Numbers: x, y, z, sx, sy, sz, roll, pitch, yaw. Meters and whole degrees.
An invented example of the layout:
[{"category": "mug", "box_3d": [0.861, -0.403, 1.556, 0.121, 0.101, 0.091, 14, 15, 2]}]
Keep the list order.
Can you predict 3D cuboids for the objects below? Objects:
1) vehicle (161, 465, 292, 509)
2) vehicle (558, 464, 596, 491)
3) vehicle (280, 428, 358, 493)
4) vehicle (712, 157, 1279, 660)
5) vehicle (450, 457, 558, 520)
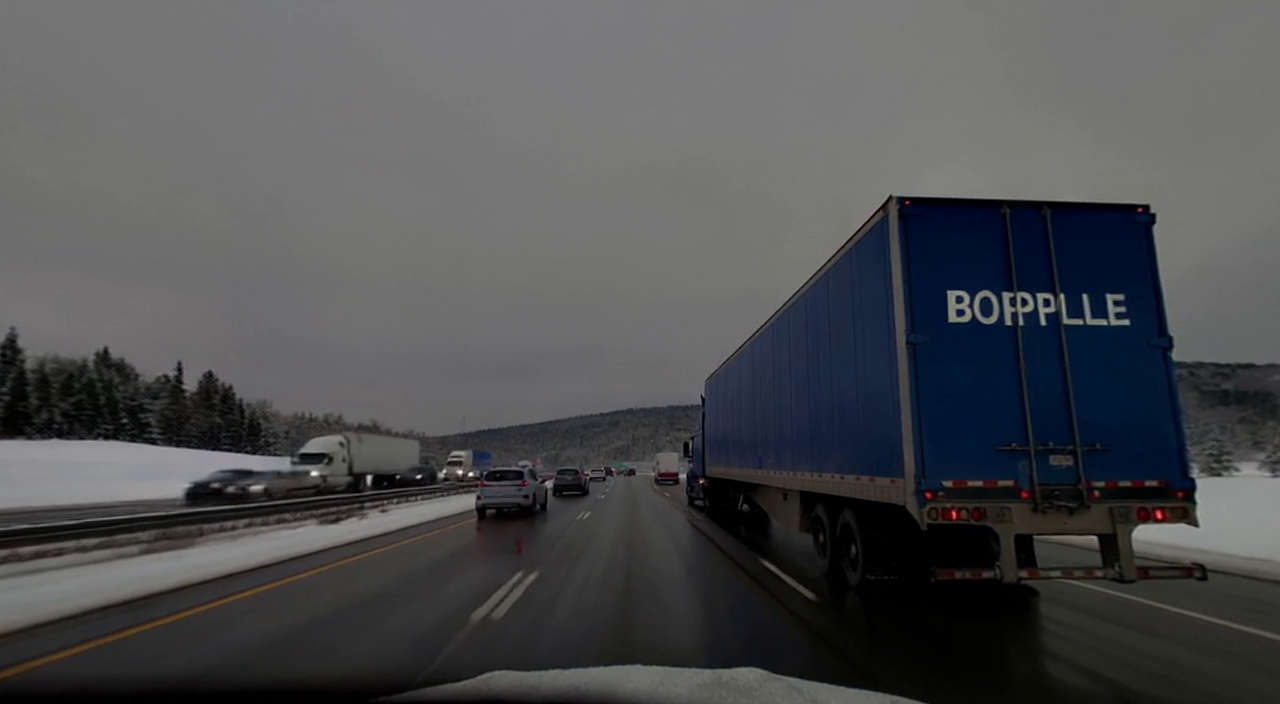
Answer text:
[{"category": "vehicle", "box_3d": [-15.529, 5.086, 24.010, 1.995, 1.485, 4.370, 1, -11, 0]}, {"category": "vehicle", "box_3d": [-4.051, 8.185, 41.225, 2.063, 1.671, 4.197, 1, -11, 0]}, {"category": "vehicle", "box_3d": [-19.918, 6.798, 39.321, 2.987, 3.793, 3.084, 1, -11, -1]}, {"category": "vehicle", "box_3d": [3.761, 1.609, 12.033, 2.839, 4.062, 14.051, 1, -11, -1]}, {"category": "vehicle", "box_3d": [-3.792, 3.947, 18.588, 2.088, 1.566, 4.853, 1, -11, 0]}]
